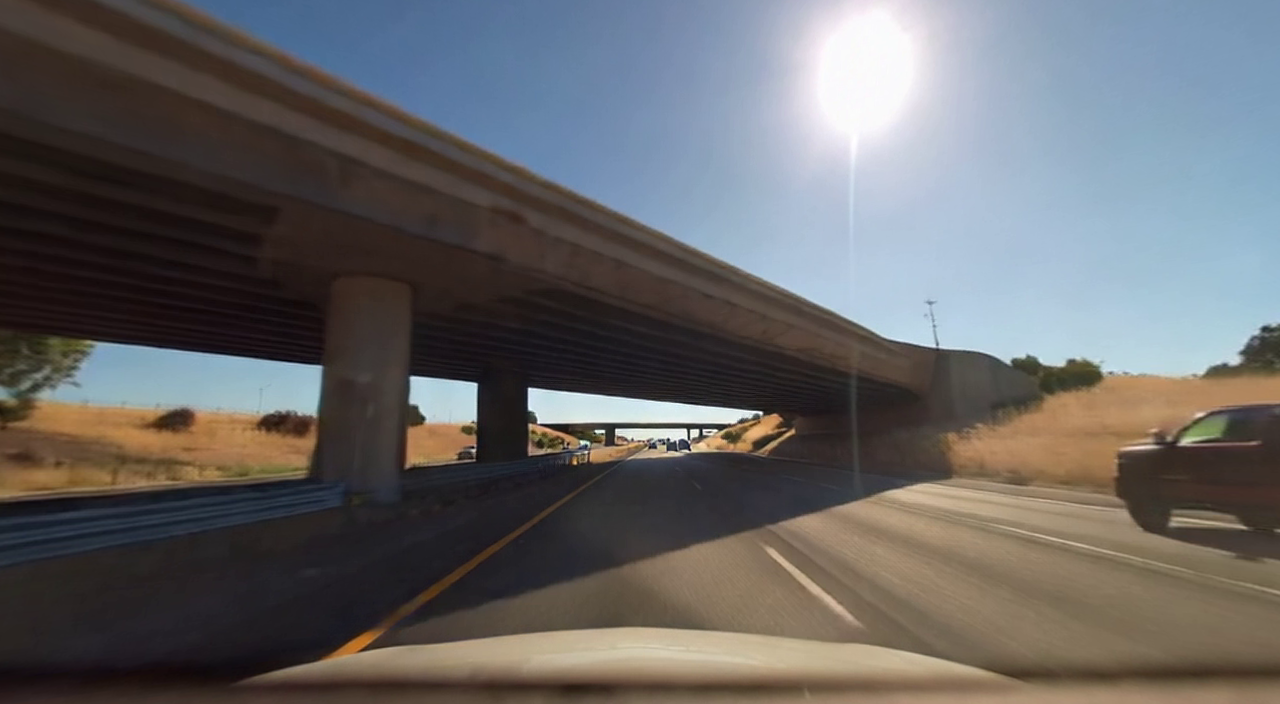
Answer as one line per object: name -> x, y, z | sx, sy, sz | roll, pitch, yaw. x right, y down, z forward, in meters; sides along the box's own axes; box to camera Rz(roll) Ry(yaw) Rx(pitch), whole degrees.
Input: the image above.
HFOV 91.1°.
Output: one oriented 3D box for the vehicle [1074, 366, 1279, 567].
vehicle -> 7.729, 1.197, 6.601 | 2.362, 2.037, 5.409 | 0, -9, -1
